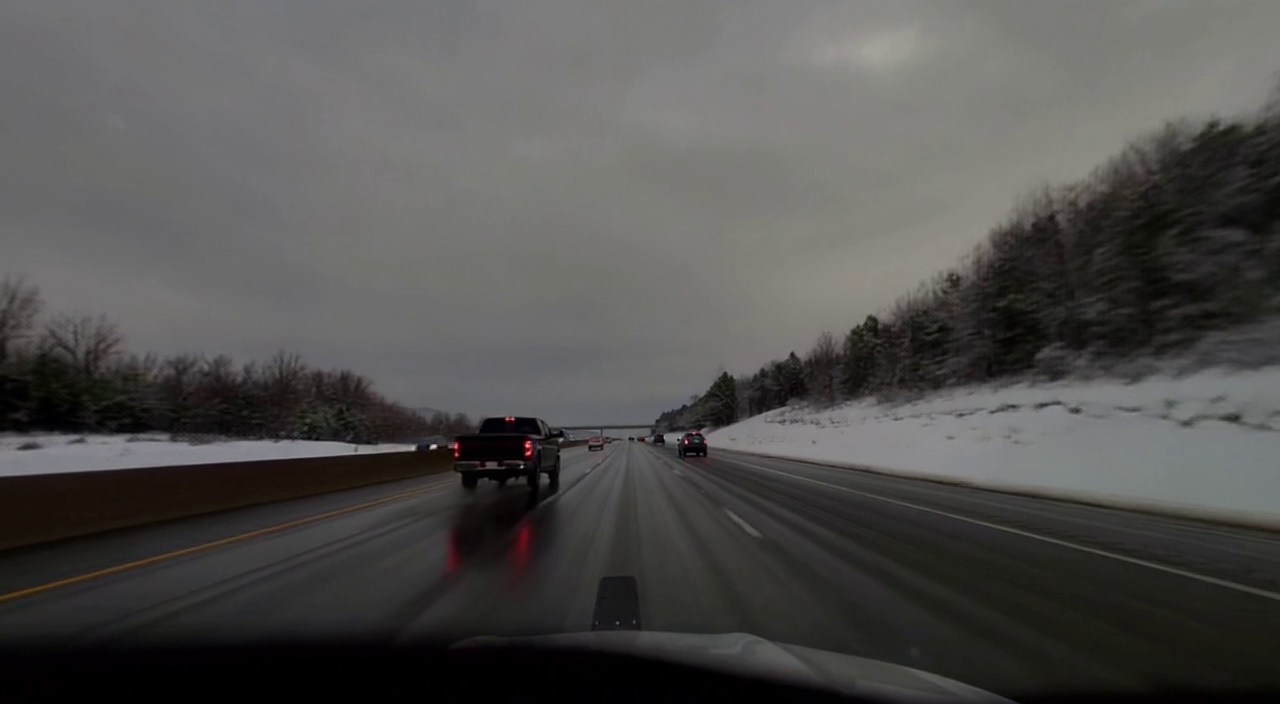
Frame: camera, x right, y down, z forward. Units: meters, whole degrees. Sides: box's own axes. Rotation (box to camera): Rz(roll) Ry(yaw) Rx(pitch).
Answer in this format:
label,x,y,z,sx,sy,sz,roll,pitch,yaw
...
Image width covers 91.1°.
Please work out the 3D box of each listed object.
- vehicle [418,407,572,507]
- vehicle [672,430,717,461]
label,x,y,z,sx,sy,sz,roll,pitch,yaw
vehicle,-2.846,2.196,13.631,2.185,1.772,4.656,0,-8,1
vehicle,3.191,5.583,37.655,2.124,1.696,4.173,0,-8,-2
